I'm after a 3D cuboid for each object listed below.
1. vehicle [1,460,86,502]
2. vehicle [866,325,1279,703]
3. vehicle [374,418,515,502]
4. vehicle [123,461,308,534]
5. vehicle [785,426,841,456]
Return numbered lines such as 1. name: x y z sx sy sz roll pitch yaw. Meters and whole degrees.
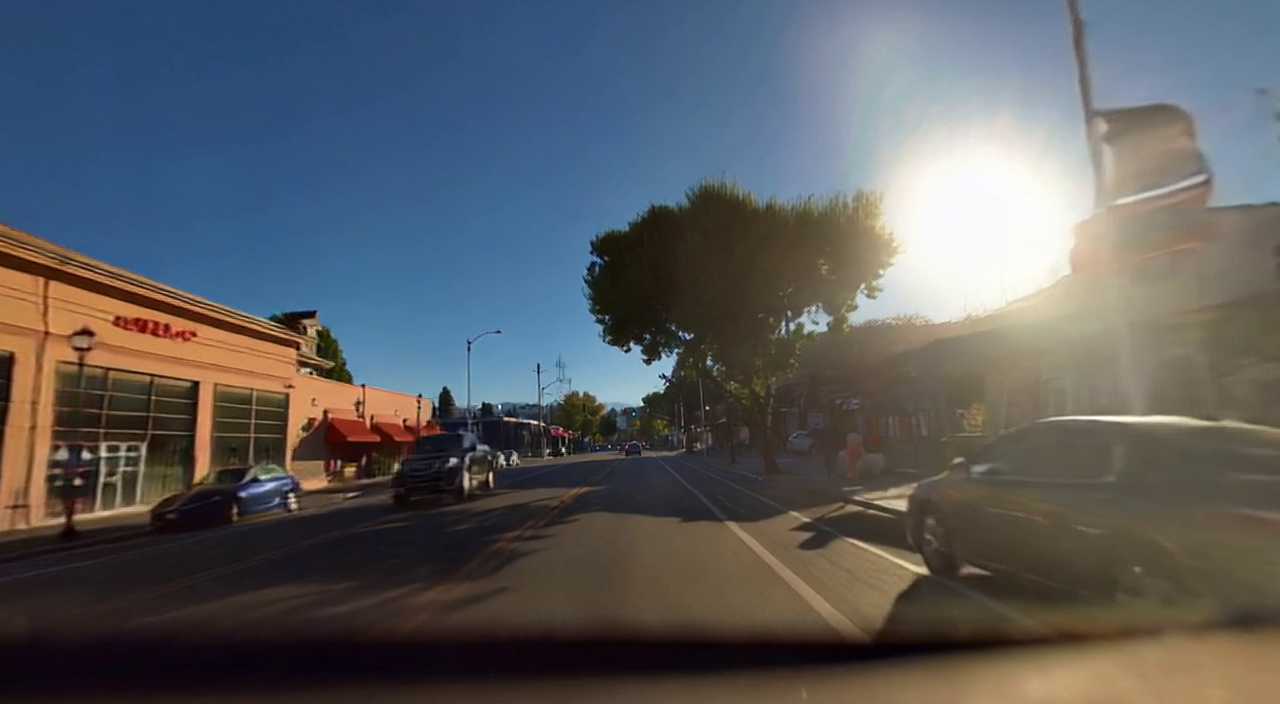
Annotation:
1. vehicle: -26.560 5.668 28.076 4.394 1.609 1.971 -7 -11 38
2. vehicle: 4.132 1.205 5.319 2.310 1.933 5.798 0 -8 0
3. vehicle: -5.446 3.125 18.687 2.267 2.070 5.719 0 -8 1
4. vehicle: -10.478 3.578 16.080 1.846 1.463 4.206 0 -8 -1
5. vehicle: 12.414 6.490 45.699 2.532 1.997 5.001 1 -9 -1
